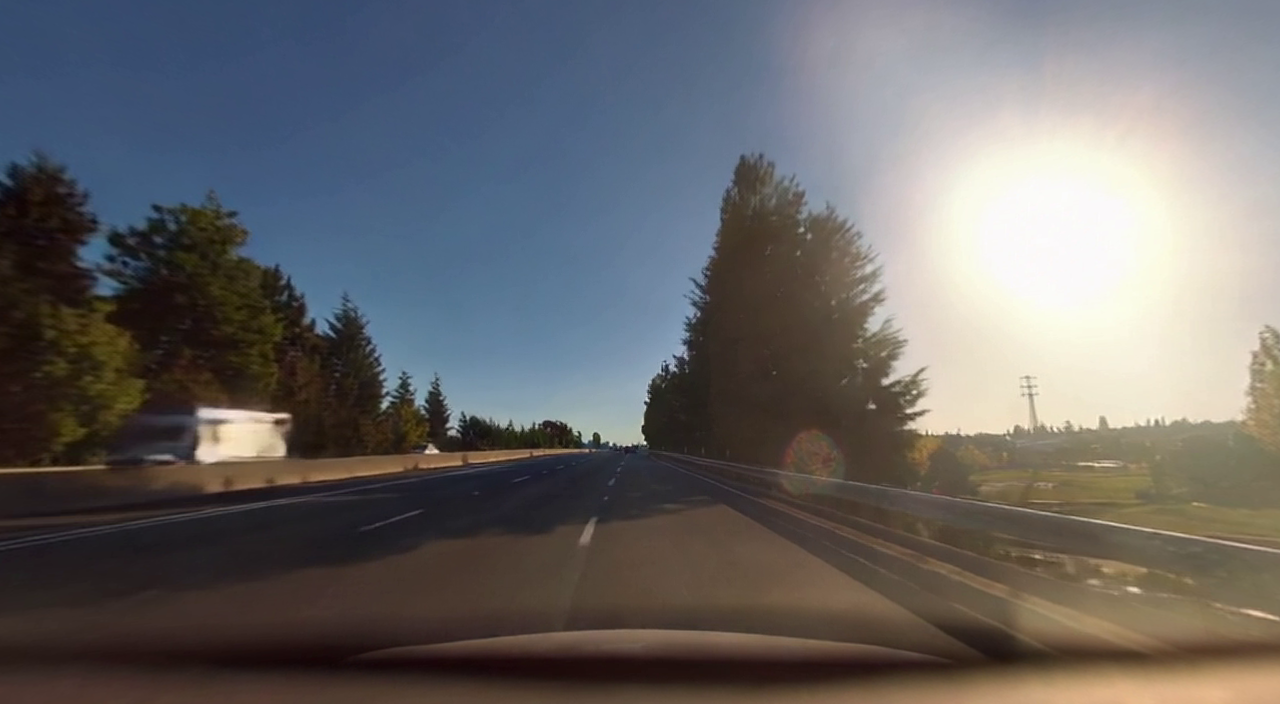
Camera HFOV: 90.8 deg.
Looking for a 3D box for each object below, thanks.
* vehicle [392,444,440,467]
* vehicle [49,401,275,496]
[{"bbox_3d":[-15.895,7.388,45.031,1.912,1.509,4.292,0,-9,-1],"label":"vehicle"},{"bbox_3d":[-15.206,3.173,20.861,2.435,2.624,6.451,0,-9,-1],"label":"vehicle"}]
